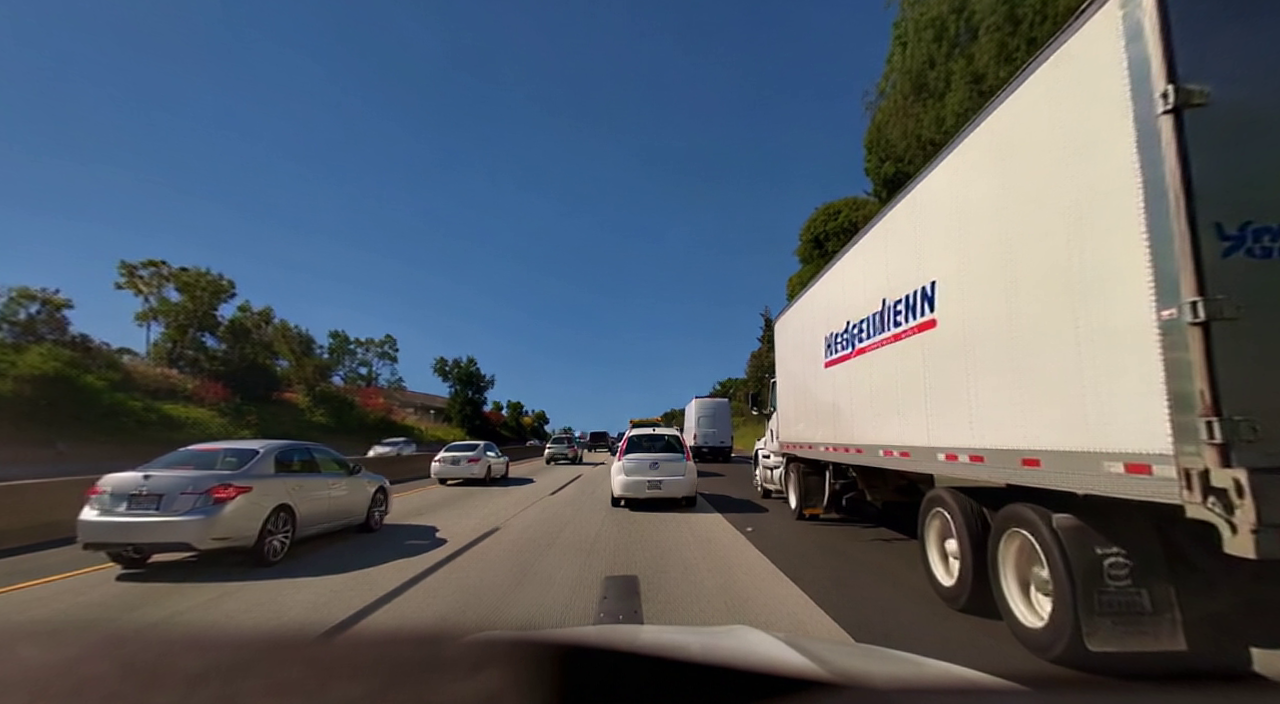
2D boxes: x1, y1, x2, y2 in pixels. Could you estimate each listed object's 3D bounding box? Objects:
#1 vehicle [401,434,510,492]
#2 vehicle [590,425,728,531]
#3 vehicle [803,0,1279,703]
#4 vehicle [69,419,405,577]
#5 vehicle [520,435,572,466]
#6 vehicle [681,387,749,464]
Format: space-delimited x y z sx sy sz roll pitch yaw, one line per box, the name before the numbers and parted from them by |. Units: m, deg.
vehicle | -5.088 3.090 17.991 1.880 1.458 3.978 0 -8 0
vehicle | 0.260 2.051 10.860 1.973 1.505 3.568 0 -8 0
vehicle | 4.008 -0.309 2.302 2.817 3.989 14.321 0 -8 -1
vehicle | -4.591 1.661 7.988 1.821 1.514 3.677 0 -8 0
vehicle | -4.695 4.988 32.227 1.887 1.493 4.411 0 -8 1
vehicle | 4.448 4.871 40.894 2.892 4.101 14.252 0 -8 1
